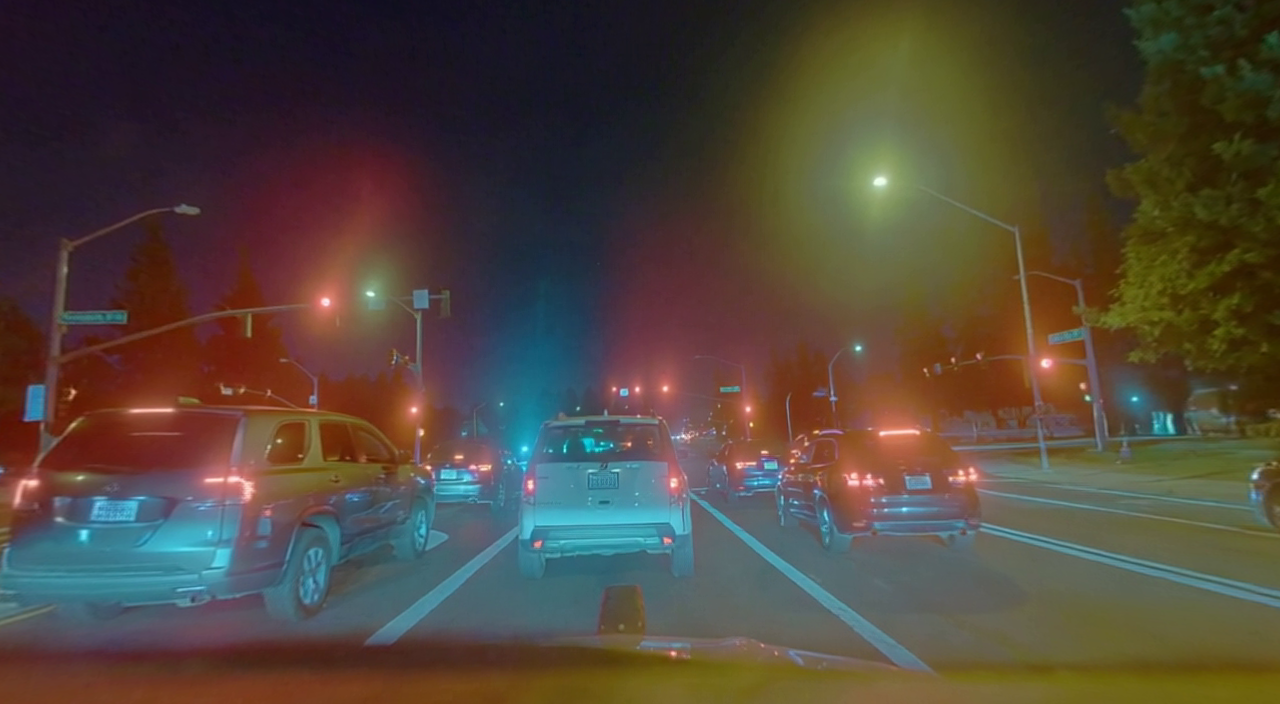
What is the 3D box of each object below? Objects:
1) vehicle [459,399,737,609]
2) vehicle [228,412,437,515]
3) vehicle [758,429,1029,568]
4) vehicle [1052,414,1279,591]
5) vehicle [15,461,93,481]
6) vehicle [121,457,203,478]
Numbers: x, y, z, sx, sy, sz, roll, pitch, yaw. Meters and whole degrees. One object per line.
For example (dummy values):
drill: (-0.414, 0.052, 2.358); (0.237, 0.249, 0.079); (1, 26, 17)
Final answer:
vehicle: (-0.309, 1.534, 7.210); (2.256, 1.694, 4.055); (0, -8, 1)
vehicle: (-6.714, 2.503, 14.585); (2.214, 1.953, 5.017); (0, -8, 1)
vehicle: (3.154, 1.908, 9.043); (1.971, 1.473, 4.495); (0, -8, -1)
vehicle: (6.570, 1.444, 6.325); (1.941, 1.532, 4.152); (0, -8, -1)
vehicle: (-45.688, 9.264, 49.000); (4.232, 1.498, 1.791); (0, -8, 1)
vehicle: (-37.306, 9.011, 49.067); (4.914, 1.487, 1.850); (0, -8, 1)
